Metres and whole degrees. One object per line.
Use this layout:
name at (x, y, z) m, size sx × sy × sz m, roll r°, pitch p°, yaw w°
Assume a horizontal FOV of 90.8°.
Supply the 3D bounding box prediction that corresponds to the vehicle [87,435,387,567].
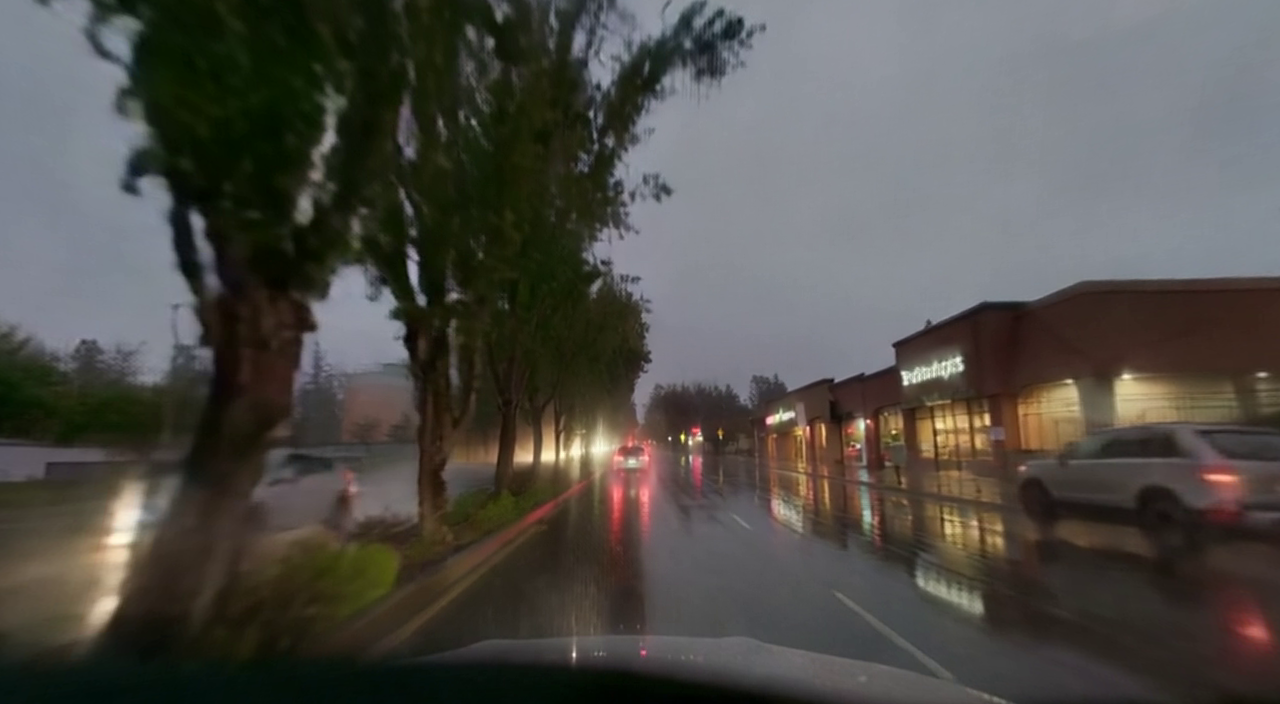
vehicle at (-5.616, 2.074, 9.594) m, size 1.999 × 1.531 × 4.011 m, roll 0°, pitch -9°, yaw -2°

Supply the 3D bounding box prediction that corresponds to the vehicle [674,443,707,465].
vehicle at (3.535, 7.255, 45.109) m, size 1.910 × 1.474 × 4.003 m, roll 0°, pitch -9°, yaw -1°

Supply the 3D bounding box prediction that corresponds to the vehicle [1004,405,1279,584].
vehicle at (7.627, 1.790, 8.744) m, size 2.165 × 1.787 × 5.231 m, roll -1°, pitch -9°, yaw 2°

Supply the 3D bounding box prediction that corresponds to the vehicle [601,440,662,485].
vehicle at (-0.311, 3.919, 22.658) m, size 2.006 × 1.487 × 3.535 m, roll 0°, pitch -9°, yaw -1°
